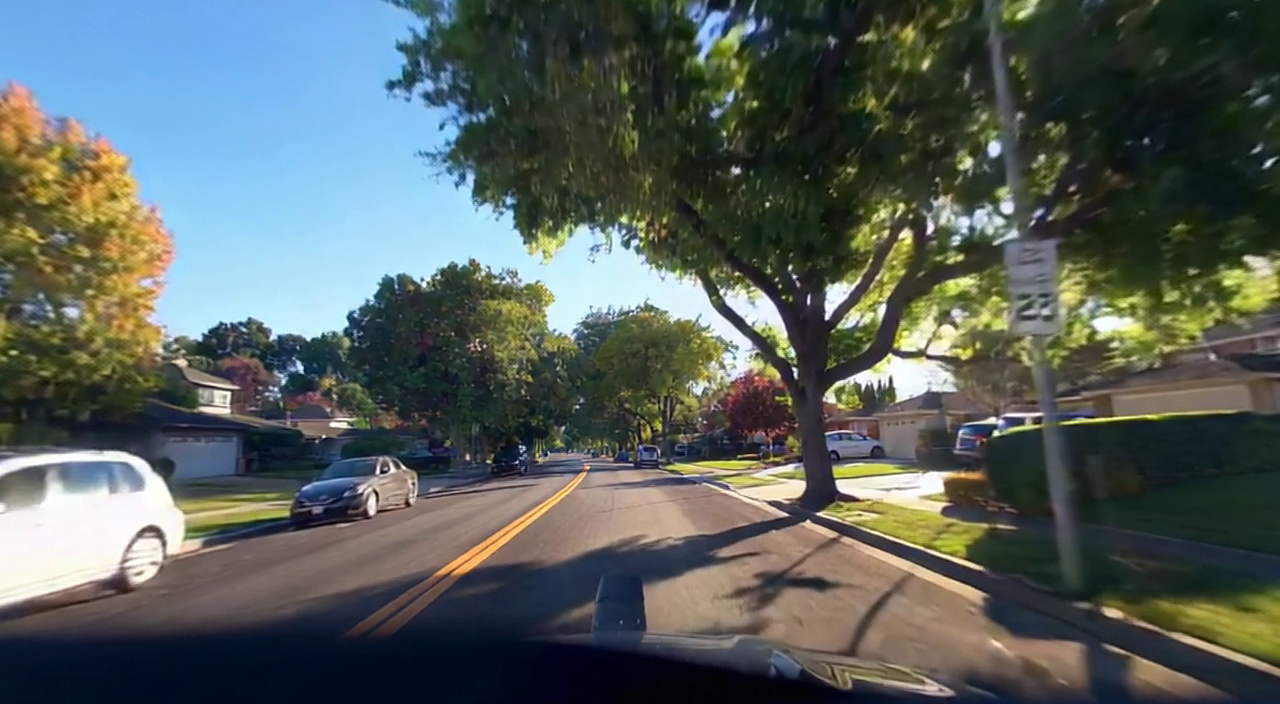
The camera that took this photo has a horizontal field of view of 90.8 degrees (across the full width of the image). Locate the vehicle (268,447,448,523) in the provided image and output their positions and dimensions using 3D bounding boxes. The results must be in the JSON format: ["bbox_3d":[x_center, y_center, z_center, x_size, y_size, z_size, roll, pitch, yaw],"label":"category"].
[{"bbox_3d":[-6.478,3.111,15.393,2.004,1.400,5.505,-2,-9,-2],"label":"vehicle"}]

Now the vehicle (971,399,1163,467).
[{"bbox_3d":[12.932,2.511,19.376,4.392,1.944,1.917,0,-9,-1],"label":"vehicle"}]

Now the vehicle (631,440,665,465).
[{"bbox_3d":[0.543,7.149,45.119,2.007,1.702,4.430,0,-8,-5],"label":"vehicle"}]

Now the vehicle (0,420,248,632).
[{"bbox_3d":[-6.446,1.697,6.349,2.051,1.761,4.698,-3,-10,-1],"label":"vehicle"}]

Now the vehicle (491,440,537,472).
[{"bbox_3d":[-7.797,6.545,39.616,2.102,1.801,5.574,-1,-9,-4],"label":"vehicle"}]

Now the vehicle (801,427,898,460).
[{"bbox_3d":[12.255,5.399,37.236,4.938,1.830,2.024,0,-9,-2],"label":"vehicle"}]
